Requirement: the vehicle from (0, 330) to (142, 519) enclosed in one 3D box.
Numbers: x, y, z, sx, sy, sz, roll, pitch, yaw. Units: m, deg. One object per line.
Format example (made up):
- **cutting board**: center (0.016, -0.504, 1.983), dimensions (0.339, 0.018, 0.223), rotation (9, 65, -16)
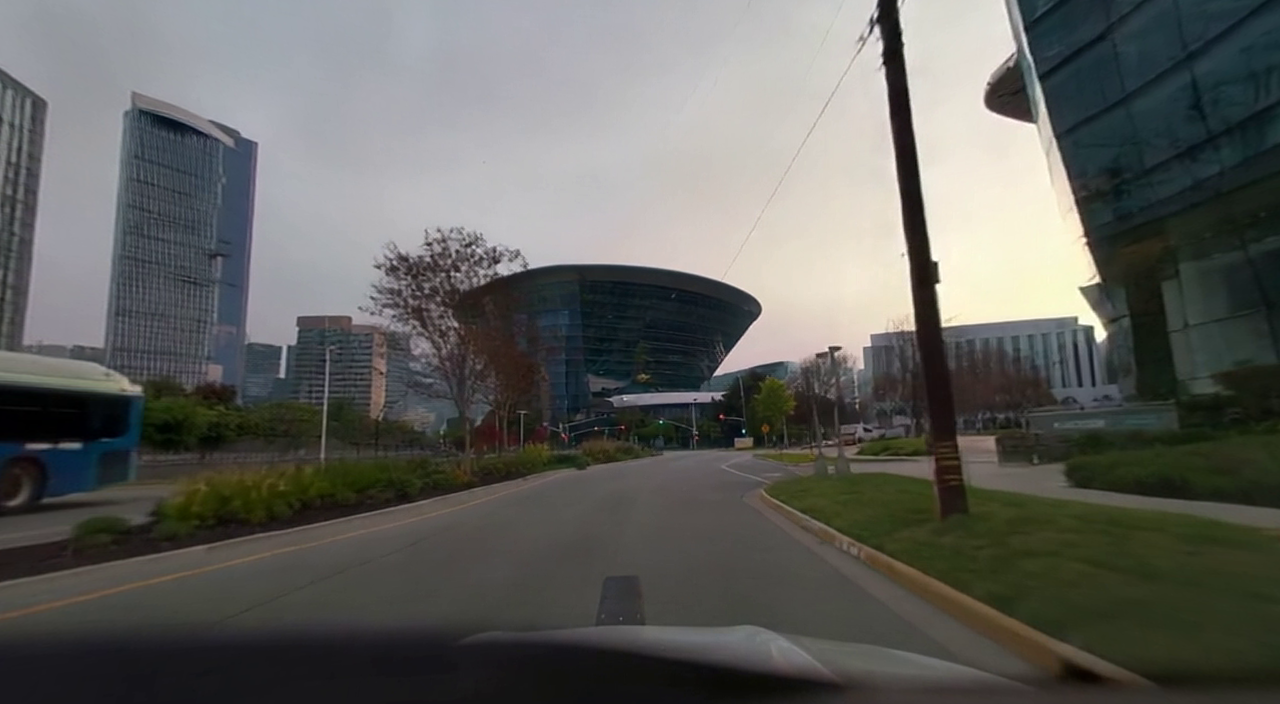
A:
- **vehicle**: center (-15.416, 1.244, 11.499), dimensions (3.014, 4.047, 11.442), rotation (0, -9, 1)
